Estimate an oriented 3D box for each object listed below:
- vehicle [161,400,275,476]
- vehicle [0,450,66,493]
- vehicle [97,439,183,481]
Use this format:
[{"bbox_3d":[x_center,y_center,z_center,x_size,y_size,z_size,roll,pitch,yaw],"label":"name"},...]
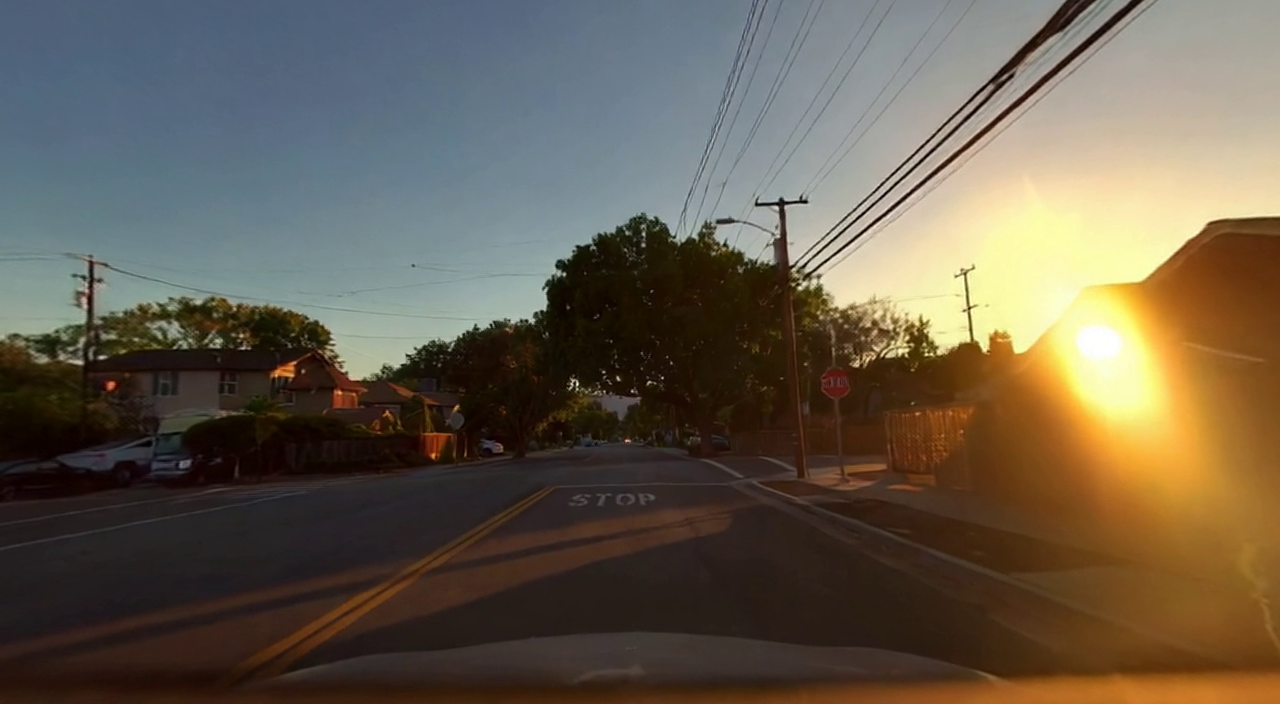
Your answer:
[{"bbox_3d":[-20.212,4.435,30.876,2.842,3.181,8.576,5,-12,-23],"label":"vehicle"},{"bbox_3d":[-24.078,4.476,23.960,1.955,1.448,4.542,3,-9,-23],"label":"vehicle"},{"bbox_3d":[-23.721,5.108,30.176,2.083,1.802,4.455,4,-9,-24],"label":"vehicle"}]
